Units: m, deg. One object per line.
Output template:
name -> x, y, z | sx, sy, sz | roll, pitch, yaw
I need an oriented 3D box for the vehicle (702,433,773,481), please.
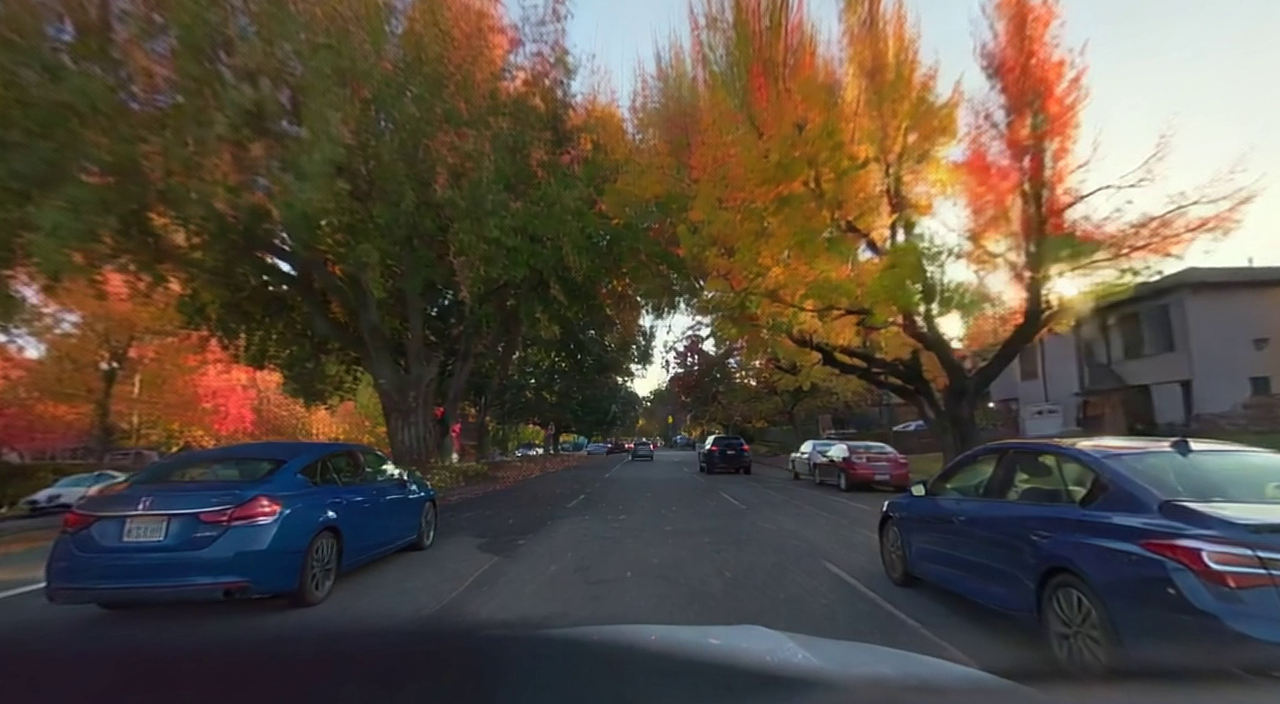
vehicle -> 3.638, 4.031, 24.296 | 2.019, 1.675, 4.488 | 0, -8, 0

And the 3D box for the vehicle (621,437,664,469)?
vehicle -> 0.135, 5.654, 35.366 | 2.293, 1.662, 4.262 | 0, -8, 0

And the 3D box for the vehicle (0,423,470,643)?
vehicle -> -3.486, 1.577, 6.634 | 1.997, 1.479, 4.547 | 0, -8, 1

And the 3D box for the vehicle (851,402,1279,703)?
vehicle -> 3.346, 1.260, 4.620 | 2.060, 1.474, 4.475 | 0, -8, 0
